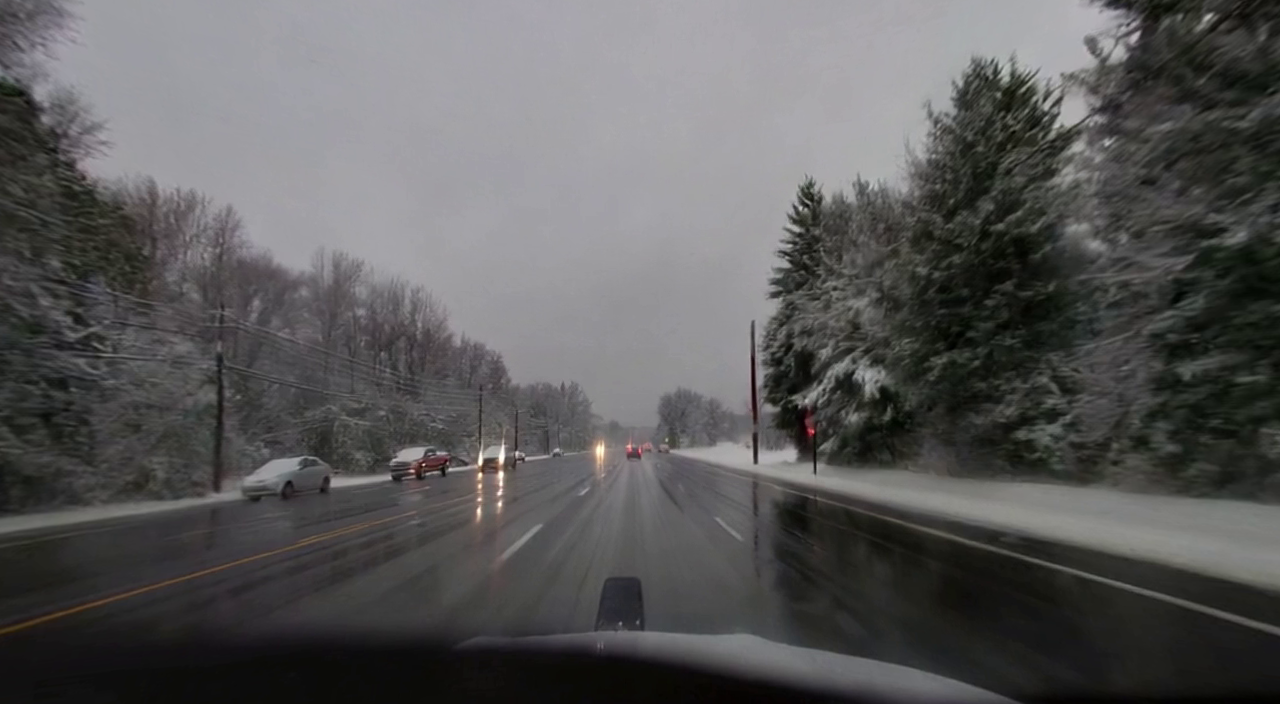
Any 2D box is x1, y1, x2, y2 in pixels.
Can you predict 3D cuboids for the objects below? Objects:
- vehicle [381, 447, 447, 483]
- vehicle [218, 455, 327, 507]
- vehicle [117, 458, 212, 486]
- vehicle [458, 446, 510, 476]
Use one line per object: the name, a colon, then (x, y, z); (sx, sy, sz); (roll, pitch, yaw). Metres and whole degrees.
vehicle: (-14.439, 7.201, 40.750); (2.251, 1.972, 5.672); (-4, -8, -1)
vehicle: (-14.547, 5.080, 25.330); (2.054, 1.630, 4.211); (-4, -7, -3)
vehicle: (-26.834, 6.760, 35.692); (4.284, 1.431, 1.878); (-3, -9, 14)
vehicle: (-10.061, 7.086, 41.300); (2.110, 1.811, 5.190); (-1, -9, 0)
